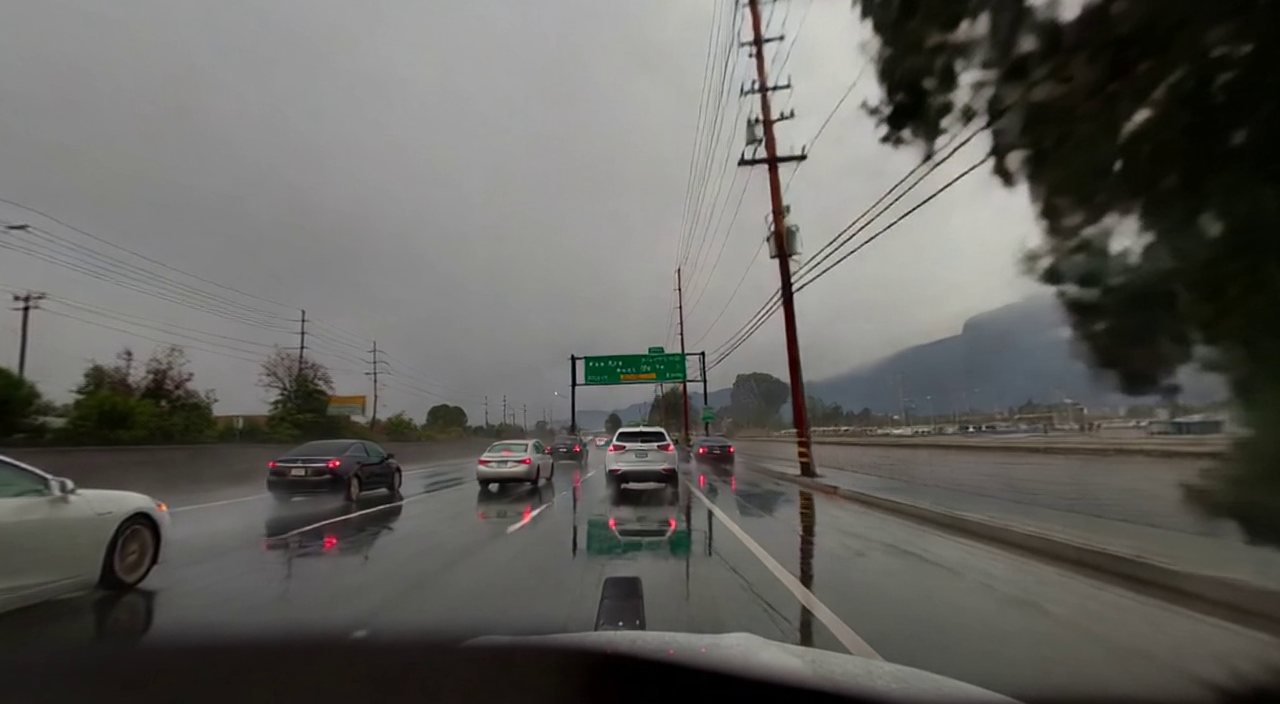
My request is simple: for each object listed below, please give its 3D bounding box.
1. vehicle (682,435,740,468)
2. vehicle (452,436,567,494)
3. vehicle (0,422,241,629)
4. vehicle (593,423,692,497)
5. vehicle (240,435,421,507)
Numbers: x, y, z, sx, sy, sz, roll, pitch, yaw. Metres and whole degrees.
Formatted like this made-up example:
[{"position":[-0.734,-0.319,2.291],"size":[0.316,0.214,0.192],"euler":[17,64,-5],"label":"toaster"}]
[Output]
[{"position":[3.320,4.748,30.321],"size":[2.197,1.464,4.356],"euler":[0,-8,-1],"label":"vehicle"},{"position":[-3.531,3.161,18.146],"size":[2.203,1.425,4.610],"euler":[0,-8,2],"label":"vehicle"},{"position":[-5.543,1.315,5.078],"size":[1.958,1.447,4.454],"euler":[0,-8,-3],"label":"vehicle"},{"position":[0.081,2.793,16.709],"size":[2.284,1.699,4.168],"euler":[0,-8,0],"label":"vehicle"},{"position":[-7.131,2.768,15.277],"size":[1.959,1.435,4.719],"euler":[0,-8,0],"label":"vehicle"}]
